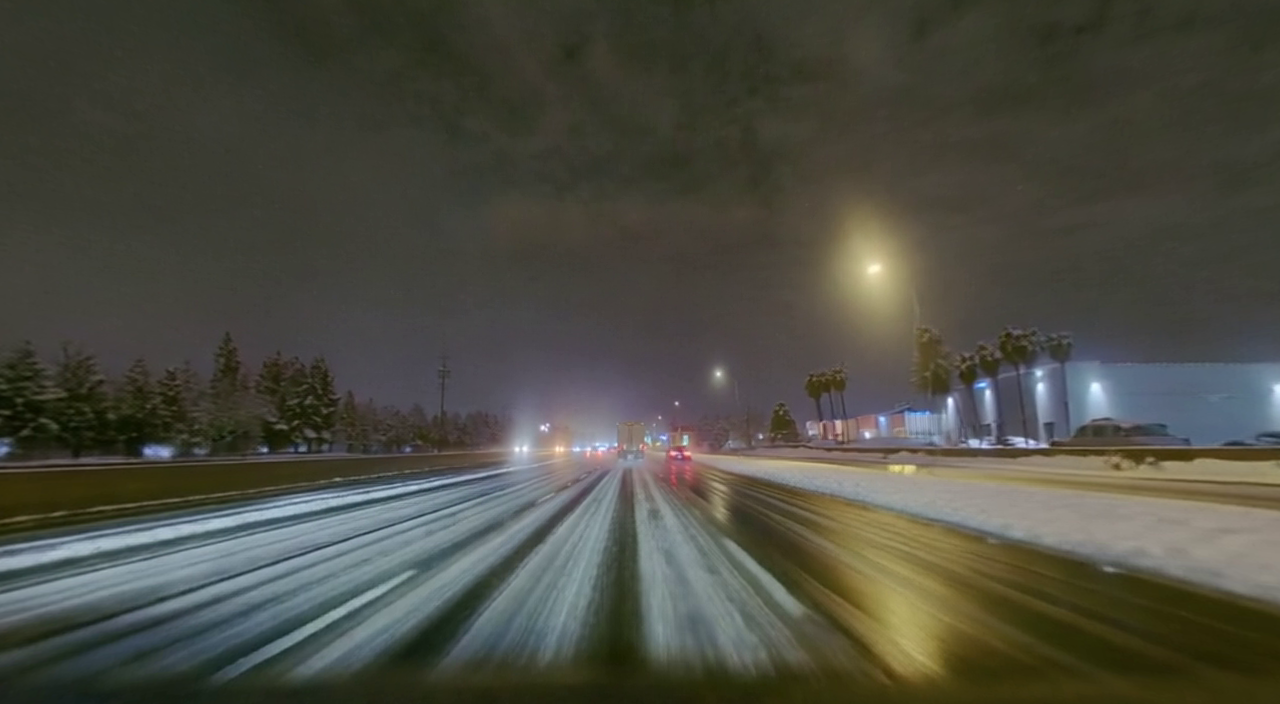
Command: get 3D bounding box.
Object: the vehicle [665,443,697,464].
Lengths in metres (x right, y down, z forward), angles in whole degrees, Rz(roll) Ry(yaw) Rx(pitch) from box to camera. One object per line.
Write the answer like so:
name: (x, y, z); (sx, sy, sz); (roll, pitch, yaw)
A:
vehicle: (3.049, 7.679, 47.969); (2.049, 1.485, 4.106); (0, -8, -1)

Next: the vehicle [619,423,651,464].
vehicle: (-0.452, 7.111, 48.986); (2.364, 2.953, 6.495); (0, -8, -2)
